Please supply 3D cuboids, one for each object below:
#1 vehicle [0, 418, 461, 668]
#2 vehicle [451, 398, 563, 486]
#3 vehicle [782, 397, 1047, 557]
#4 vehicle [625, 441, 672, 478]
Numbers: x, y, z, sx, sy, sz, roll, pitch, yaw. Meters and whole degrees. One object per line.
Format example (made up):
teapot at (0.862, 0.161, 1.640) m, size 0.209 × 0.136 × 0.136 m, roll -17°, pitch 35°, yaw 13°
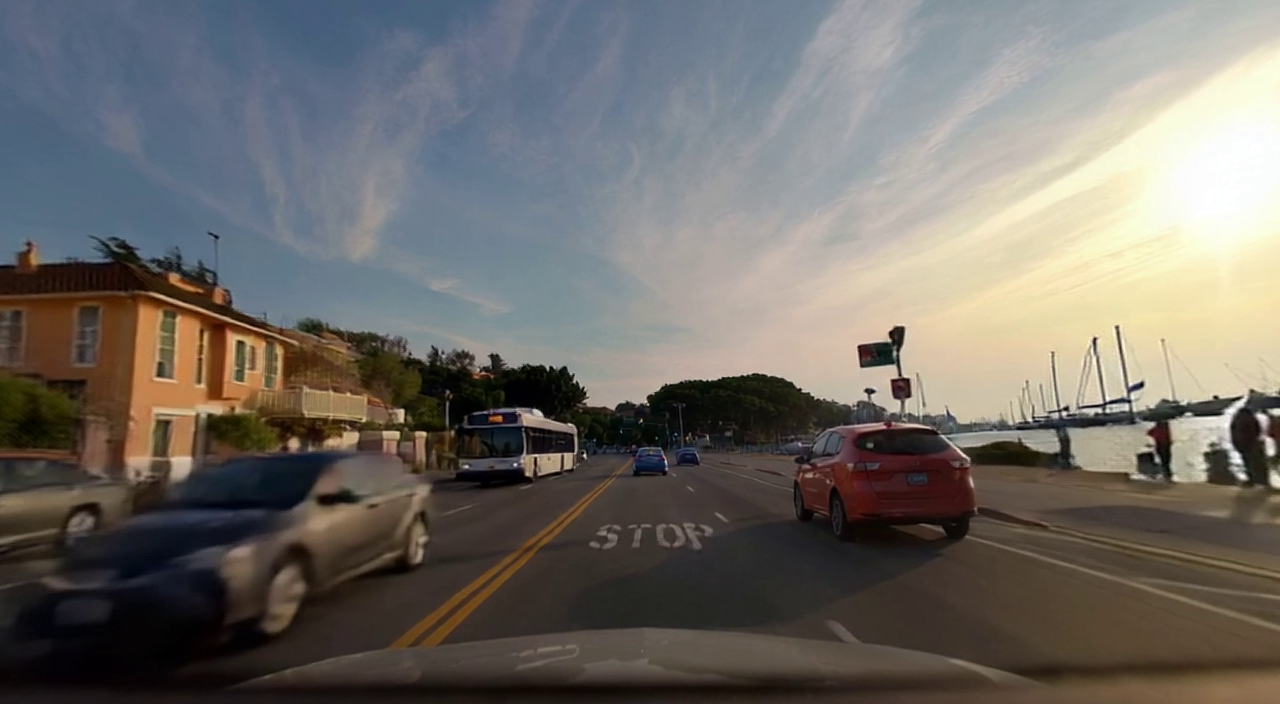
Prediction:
vehicle at (-3.341, 1.542, 6.188) m, size 1.893 × 1.583 × 4.107 m, roll -1°, pitch -8°, yaw 1°
vehicle at (-6.018, 4.379, 30.599) m, size 3.102 × 3.524 × 9.830 m, roll -1°, pitch -8°, yaw 1°
vehicle at (3.633, 1.755, 9.456) m, size 2.000 × 1.809 × 4.405 m, roll 0°, pitch -8°, yaw 1°
vehicle at (0.356, 5.199, 30.691) m, size 2.132 × 1.632 × 3.838 m, roll 0°, pitch -8°, yaw -1°
